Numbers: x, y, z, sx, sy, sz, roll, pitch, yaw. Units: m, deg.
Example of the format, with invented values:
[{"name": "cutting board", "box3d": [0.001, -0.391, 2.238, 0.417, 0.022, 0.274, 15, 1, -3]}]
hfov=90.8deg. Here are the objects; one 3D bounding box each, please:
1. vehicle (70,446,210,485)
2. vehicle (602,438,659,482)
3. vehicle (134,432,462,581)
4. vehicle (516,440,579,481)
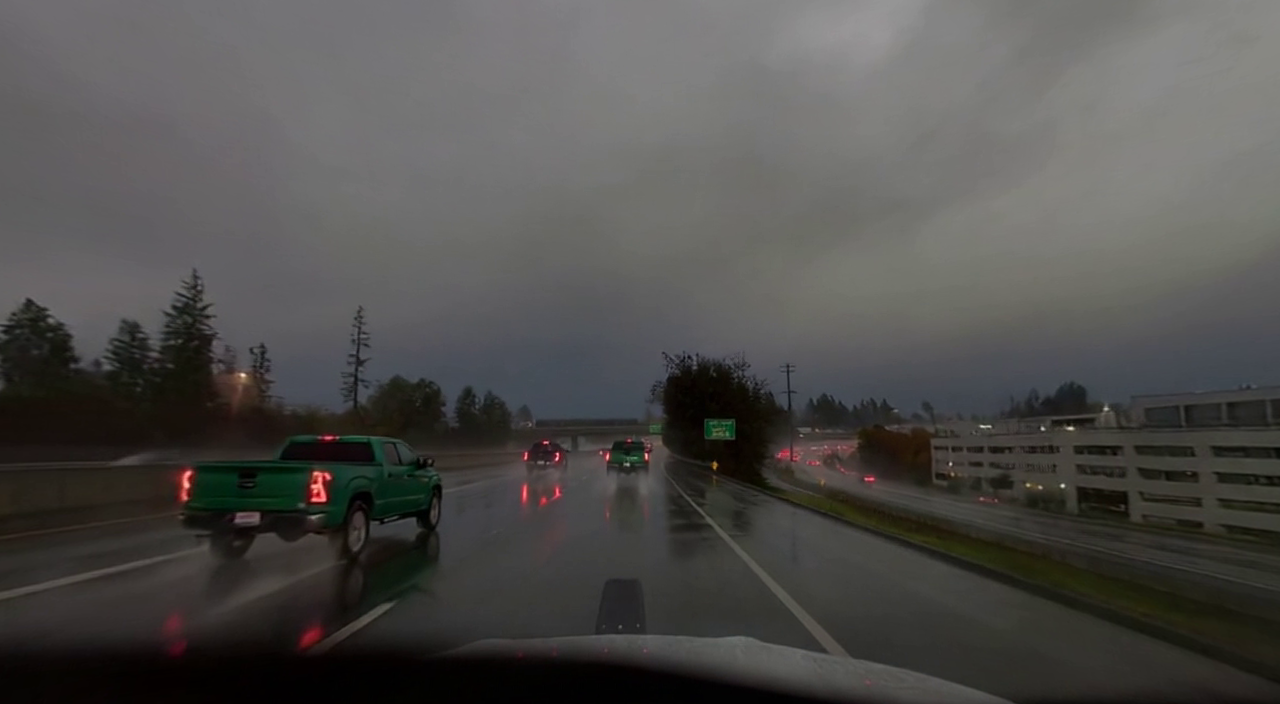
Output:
[{"name": "vehicle", "box3d": [-21.043, 4.757, 26.912, 1.960, 1.475, 4.762, 0, -8, 1]}, {"name": "vehicle", "box3d": [-0.313, 4.707, 27.810, 2.293, 1.753, 4.380, 0, -8, 2]}, {"name": "vehicle", "box3d": [-4.069, 1.880, 8.600, 1.936, 1.470, 4.402, 0, -8, 1]}, {"name": "vehicle", "box3d": [-4.192, 5.027, 29.659, 2.038, 1.704, 5.181, 0, -8, 2]}]
